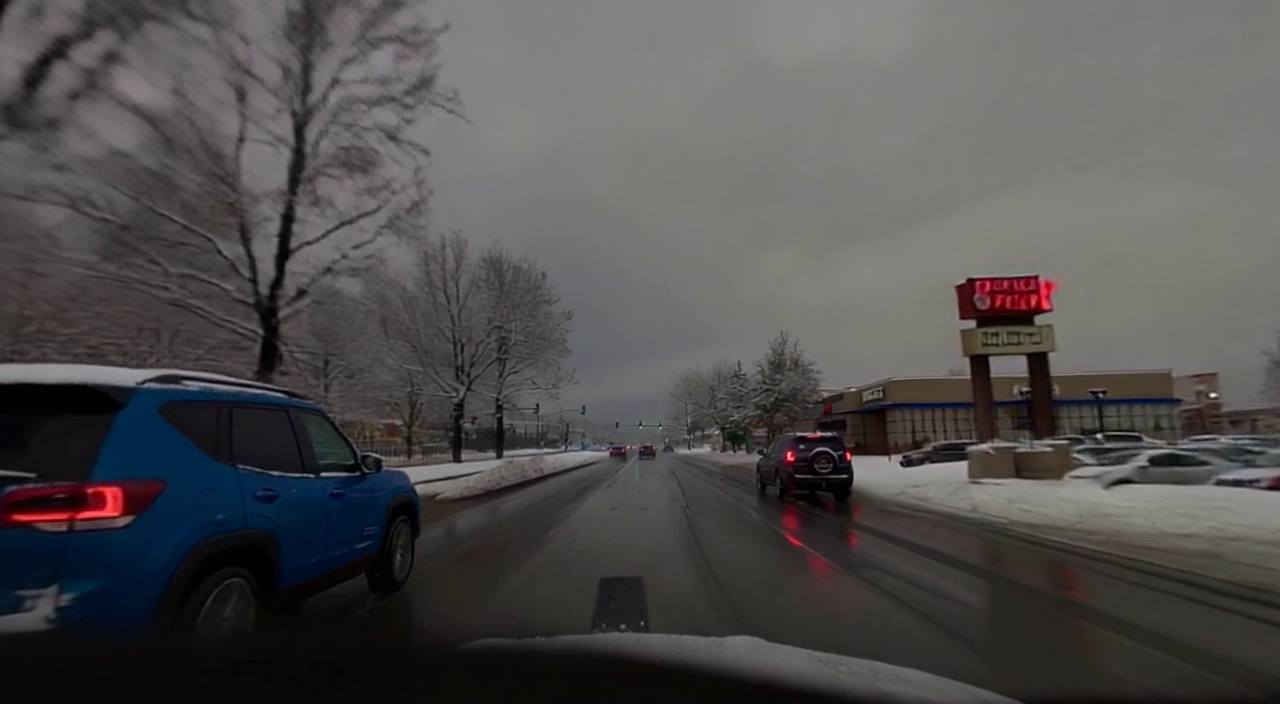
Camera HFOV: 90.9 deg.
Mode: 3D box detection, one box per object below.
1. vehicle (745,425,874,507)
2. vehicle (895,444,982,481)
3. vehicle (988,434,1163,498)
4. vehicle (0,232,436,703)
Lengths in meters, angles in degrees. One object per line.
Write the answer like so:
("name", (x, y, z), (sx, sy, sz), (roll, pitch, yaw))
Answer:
("vehicle", (4.110, 2.852, 16.168), (2.024, 1.773, 4.431), (0, -9, -1))
("vehicle", (13.770, 5.080, 29.404), (1.845, 1.497, 4.709), (-2, -8, 2))
("vehicle", (12.348, 3.245, 18.268), (1.781, 1.615, 4.095), (1, -9, -7))
("vehicle", (-3.183, 0.854, 3.885), (2.210, 1.925, 4.838), (0, -9, 0))
